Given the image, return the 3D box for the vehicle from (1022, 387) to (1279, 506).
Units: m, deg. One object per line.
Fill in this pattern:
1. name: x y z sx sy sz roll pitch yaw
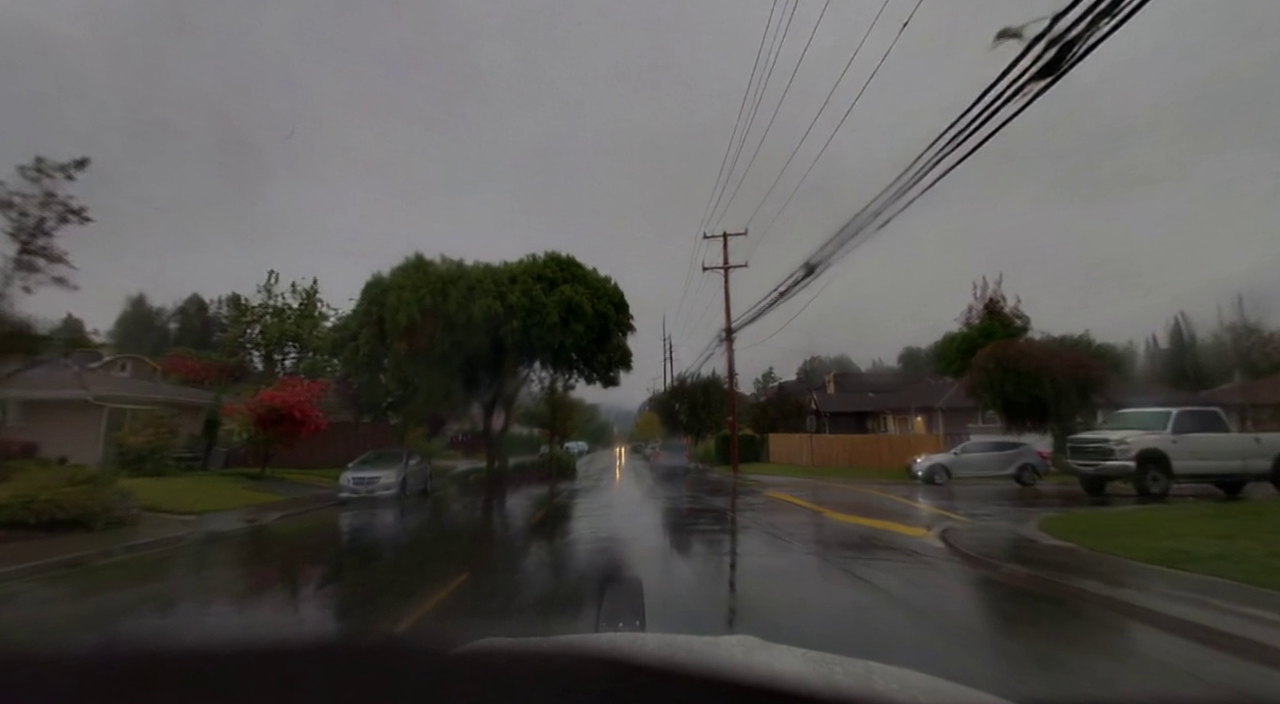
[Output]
1. vehicle: 18.086 2.974 19.965 10.500 3.344 2.906 1 -9 -8

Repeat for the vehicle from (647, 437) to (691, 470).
1. vehicle: 1.809 6.649 41.578 2.173 1.992 5.891 1 -9 -4

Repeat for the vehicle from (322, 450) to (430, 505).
1. vehicle: -7.816 3.707 19.159 1.997 1.456 4.319 1 -9 -9

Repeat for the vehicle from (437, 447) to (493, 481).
1. vehicle: -8.556 5.380 30.560 2.033 1.477 4.626 4 -10 -21

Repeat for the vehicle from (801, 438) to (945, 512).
1. vehicle: 6.163 3.125 16.471 1.944 1.636 4.140 -9 -12 43

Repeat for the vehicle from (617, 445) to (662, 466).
1. vehicle: -0.114 8.087 49.315 1.856 1.512 4.292 4 -10 -25
